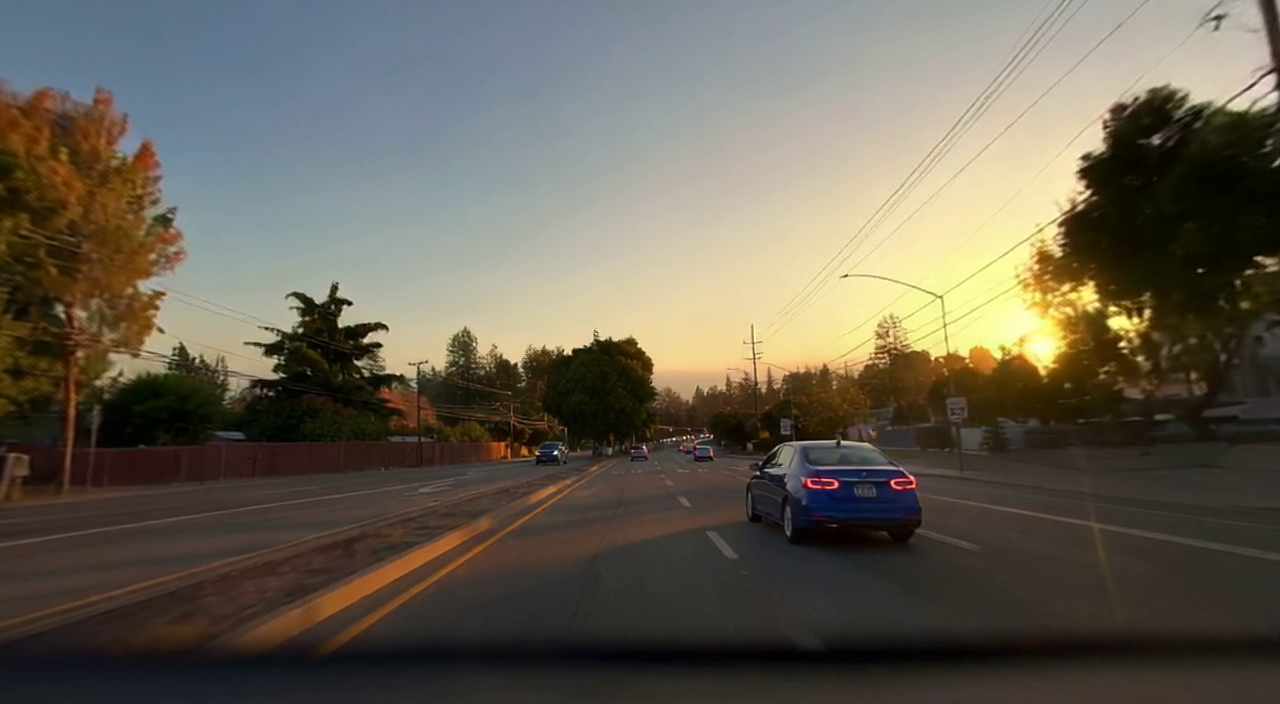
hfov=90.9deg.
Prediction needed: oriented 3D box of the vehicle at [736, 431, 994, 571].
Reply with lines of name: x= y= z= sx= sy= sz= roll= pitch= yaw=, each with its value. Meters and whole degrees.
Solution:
vehicle: x=2.763 y=1.928 z=8.988 sx=2.063 sy=1.481 sz=4.247 roll=0 pitch=-8 yaw=-1

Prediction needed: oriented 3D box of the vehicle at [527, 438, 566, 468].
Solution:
vehicle: x=-6.367 y=6.940 z=43.470 sx=1.983 sy=1.882 sz=4.281 roll=0 pitch=-8 yaw=0
